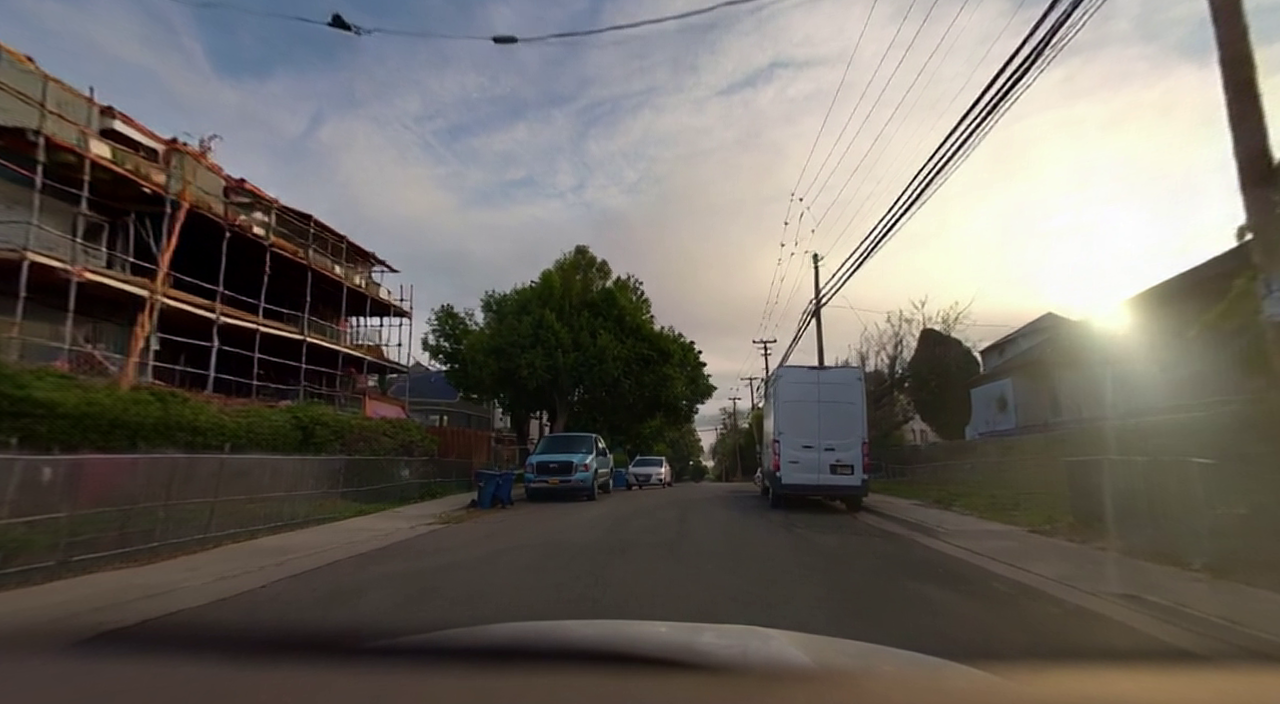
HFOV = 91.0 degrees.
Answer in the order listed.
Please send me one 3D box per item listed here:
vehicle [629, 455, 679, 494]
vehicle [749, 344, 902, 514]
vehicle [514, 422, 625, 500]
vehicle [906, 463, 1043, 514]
[{"bbox_3d":[0.916,6.864,35.667,2.257,1.916,5.089,-1,-9,8],"label":"vehicle"},{"bbox_3d":[5.008,2.585,19.215,2.915,3.793,9.963,0,-10,7],"label":"vehicle"},{"bbox_3d":[-1.978,3.193,19.260,2.171,1.910,4.789,-2,-5,9],"label":"vehicle"},{"bbox_3d":[15.590,6.359,29.659,5.321,1.857,1.976,-1,-4,15],"label":"vehicle"}]
